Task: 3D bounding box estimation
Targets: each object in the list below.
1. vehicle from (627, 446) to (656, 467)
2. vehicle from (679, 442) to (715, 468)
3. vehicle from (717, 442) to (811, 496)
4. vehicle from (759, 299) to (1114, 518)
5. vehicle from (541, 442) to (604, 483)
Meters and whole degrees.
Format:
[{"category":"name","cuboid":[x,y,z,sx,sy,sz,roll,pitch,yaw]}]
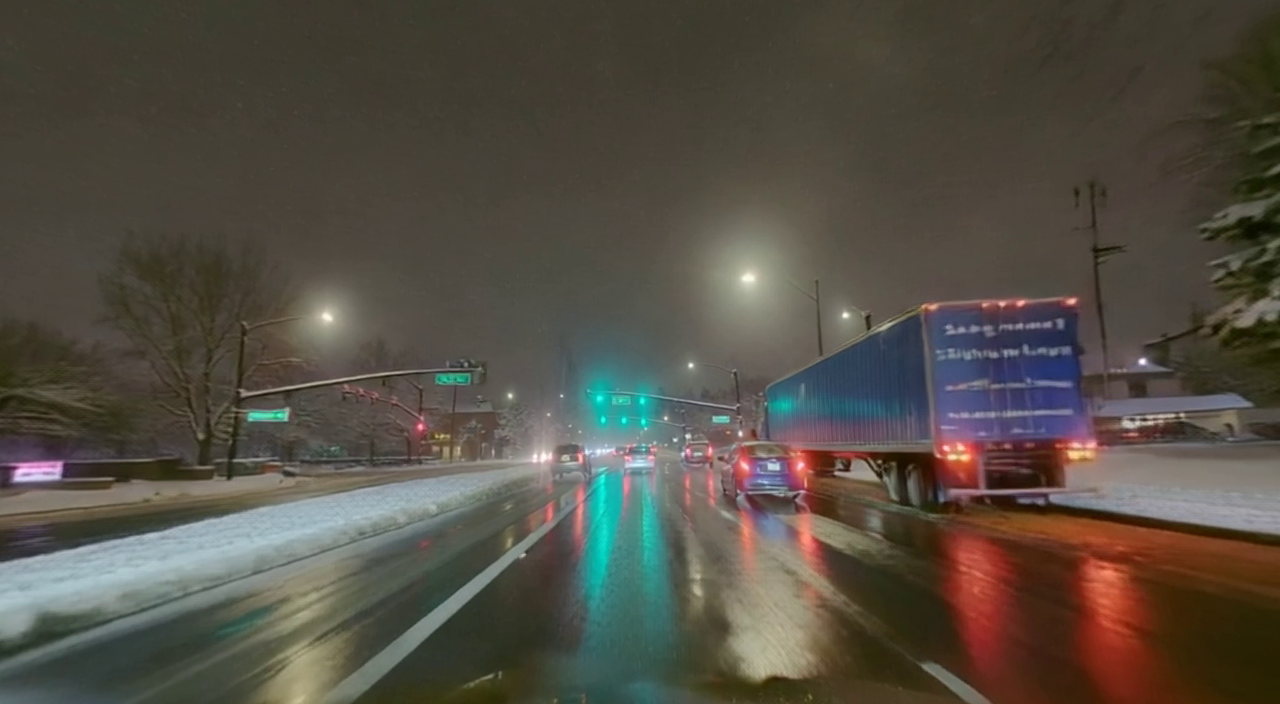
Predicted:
[{"category":"vehicle","cuboid":[0.094,7.542,45.605,2.020,1.461,4.326,0,-8,0]},{"category":"vehicle","cuboid":[3.809,6.923,42.491,2.050,1.683,3.990,0,-9,0]},{"category":"vehicle","cuboid":[3.661,3.518,19.350,1.972,1.452,4.189,0,-8,-1]},{"category":"vehicle","cuboid":[7.352,2.361,20.980,3.383,4.268,17.469,0,-9,0]},{"category":"vehicle","cuboid":[-2.647,4.497,25.916,2.003,1.509,4.396,0,-8,1]}]
